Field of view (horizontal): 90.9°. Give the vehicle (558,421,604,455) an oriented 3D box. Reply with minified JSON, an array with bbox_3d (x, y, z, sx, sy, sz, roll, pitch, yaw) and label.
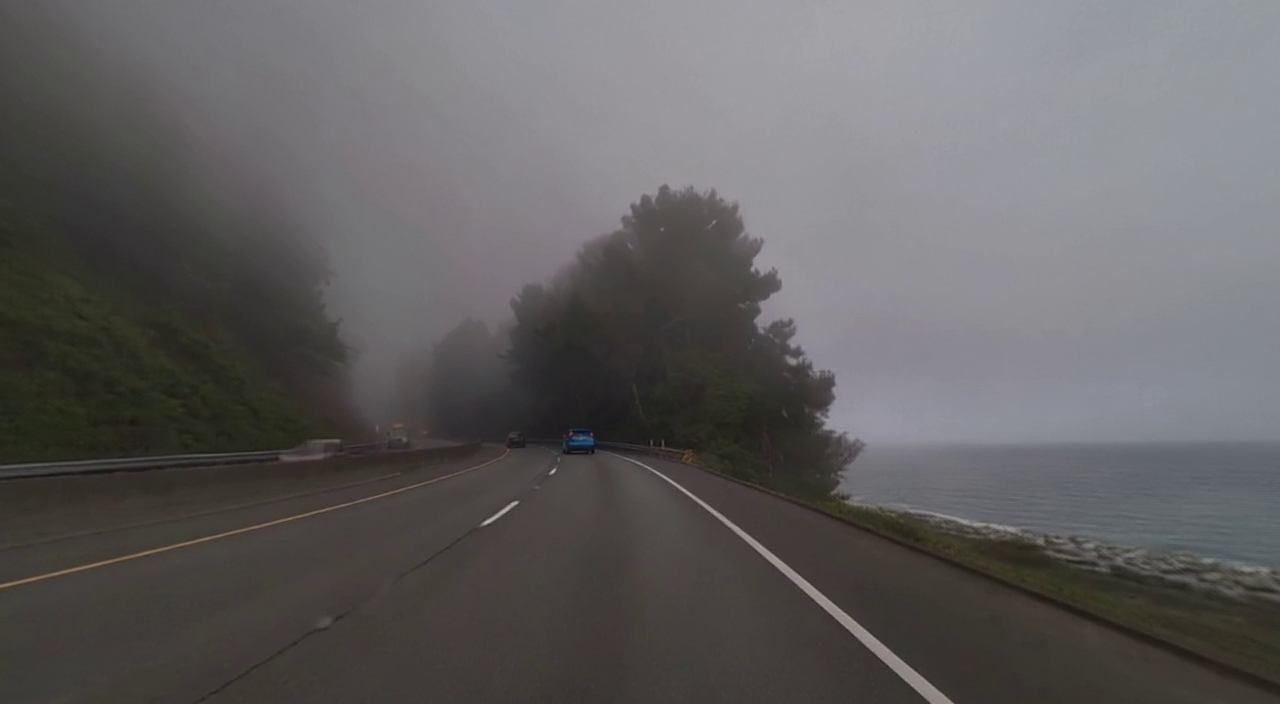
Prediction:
[{"bbox_3d":[-4.079,5.856,42.652,2.632,2.162,5.529,2,-9,-10],"label":"vehicle"}]

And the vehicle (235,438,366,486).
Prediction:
[{"bbox_3d":[-11.314,3.696,21.428,2.287,1.438,4.244,1,-9,-4],"label":"vehicle"}]
